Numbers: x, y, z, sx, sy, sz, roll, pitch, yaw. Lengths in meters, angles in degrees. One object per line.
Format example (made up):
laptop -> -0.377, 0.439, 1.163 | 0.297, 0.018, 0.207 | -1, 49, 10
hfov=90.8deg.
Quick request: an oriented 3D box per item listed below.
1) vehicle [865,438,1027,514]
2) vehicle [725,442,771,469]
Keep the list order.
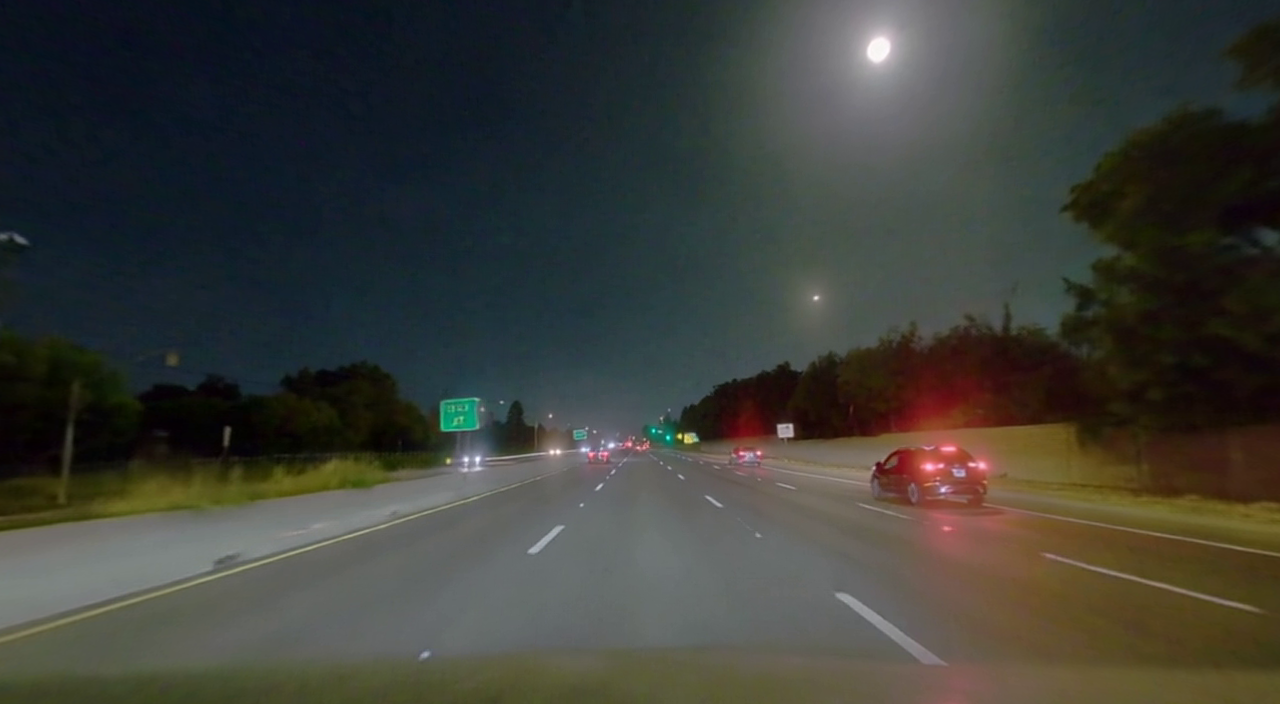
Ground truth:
vehicle -> 6.870, 2.782, 14.694 | 1.838, 1.518, 3.713 | 0, -8, -1
vehicle -> 6.642, 6.435, 39.420 | 1.987, 1.597, 4.463 | 0, -8, -1
